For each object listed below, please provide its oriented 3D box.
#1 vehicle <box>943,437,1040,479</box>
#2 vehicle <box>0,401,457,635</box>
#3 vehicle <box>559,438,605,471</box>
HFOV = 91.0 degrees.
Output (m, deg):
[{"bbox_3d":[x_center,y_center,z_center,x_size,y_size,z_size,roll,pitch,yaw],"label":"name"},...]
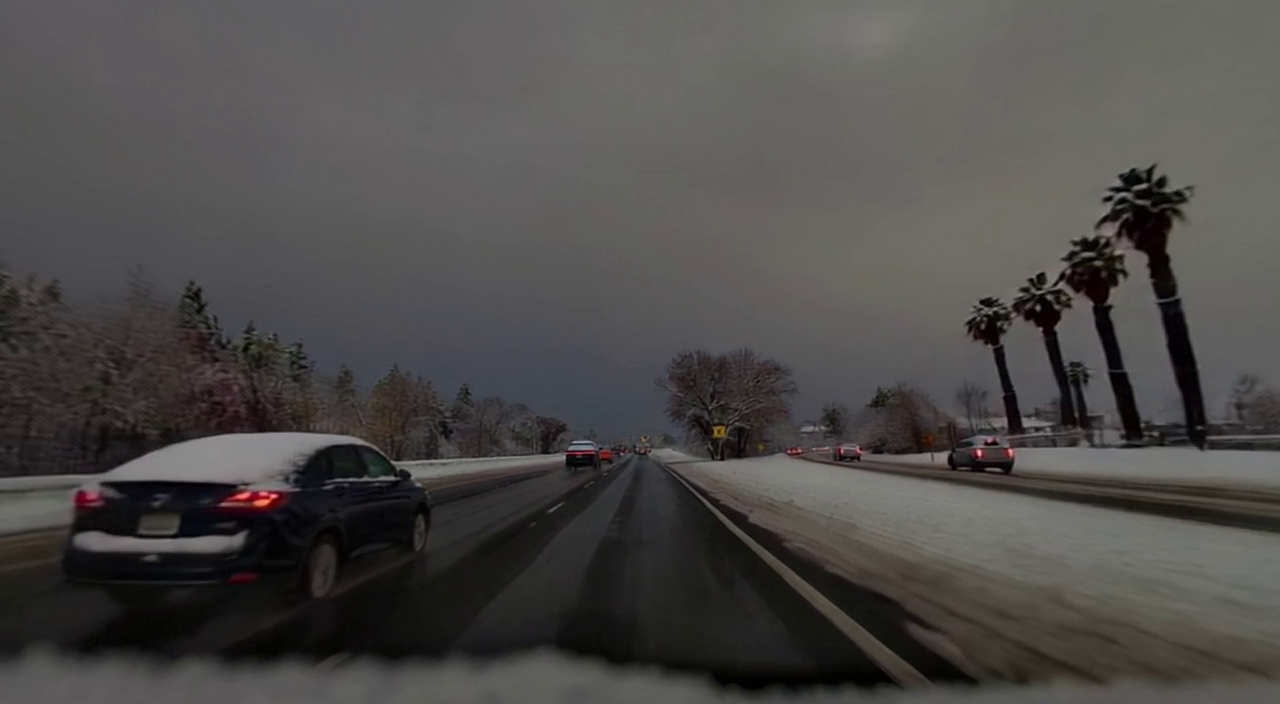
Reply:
[{"bbox_3d":[16.236,4.917,29.422,1.991,1.755,4.836,-1,-9,4],"label":"vehicle"},{"bbox_3d":[-3.928,1.626,7.224,2.162,1.747,4.791,0,-9,1],"label":"vehicle"},{"bbox_3d":[-3.662,6.618,40.786,2.420,1.937,5.916,0,-9,0],"label":"vehicle"}]
